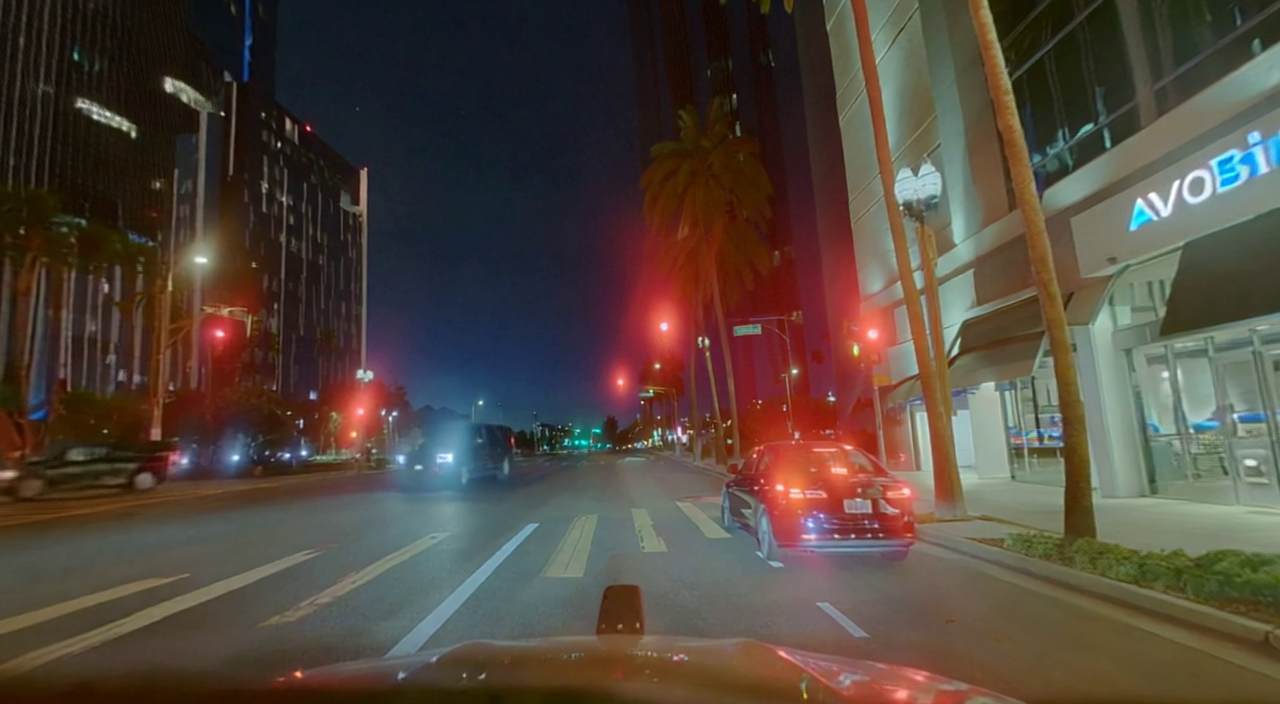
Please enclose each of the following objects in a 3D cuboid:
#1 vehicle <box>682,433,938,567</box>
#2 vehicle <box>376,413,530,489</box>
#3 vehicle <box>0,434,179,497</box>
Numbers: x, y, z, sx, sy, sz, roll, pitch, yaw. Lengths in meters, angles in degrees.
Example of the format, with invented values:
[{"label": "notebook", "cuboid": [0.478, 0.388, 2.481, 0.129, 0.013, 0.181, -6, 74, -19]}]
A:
[{"label": "vehicle", "cuboid": [2.101, 2.001, 9.509, 2.090, 1.466, 4.676, 1, -8, -7]}, {"label": "vehicle", "cuboid": [-5.407, 3.004, 19.395, 2.190, 1.964, 5.614, -2, -8, 10]}, {"label": "vehicle", "cuboid": [-18.557, 3.631, 20.646, 2.029, 1.822, 5.090, -6, -10, 35]}]
